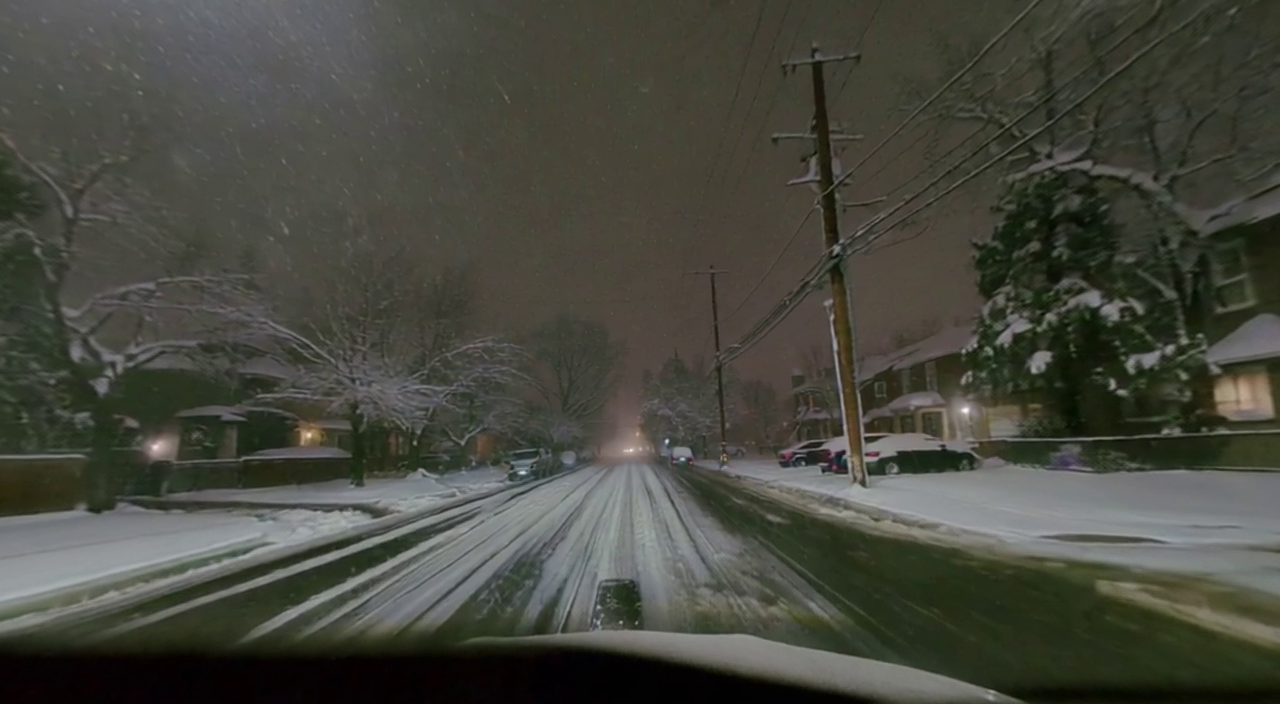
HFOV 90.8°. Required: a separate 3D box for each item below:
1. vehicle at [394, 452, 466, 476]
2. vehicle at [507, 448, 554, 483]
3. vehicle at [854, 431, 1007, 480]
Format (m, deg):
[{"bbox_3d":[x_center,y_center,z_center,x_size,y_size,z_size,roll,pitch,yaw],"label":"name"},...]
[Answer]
[{"bbox_3d":[-16.299,8.719,49.214,4.706,1.681,2.389,-2,-9,5],"label":"vehicle"},{"bbox_3d":[-6.314,6.575,36.846,2.035,1.736,3.955,-2,-7,-1],"label":"vehicle"},{"bbox_3d":[11.014,3.951,24.236,4.782,1.748,2.106,0,-9,1],"label":"vehicle"}]
